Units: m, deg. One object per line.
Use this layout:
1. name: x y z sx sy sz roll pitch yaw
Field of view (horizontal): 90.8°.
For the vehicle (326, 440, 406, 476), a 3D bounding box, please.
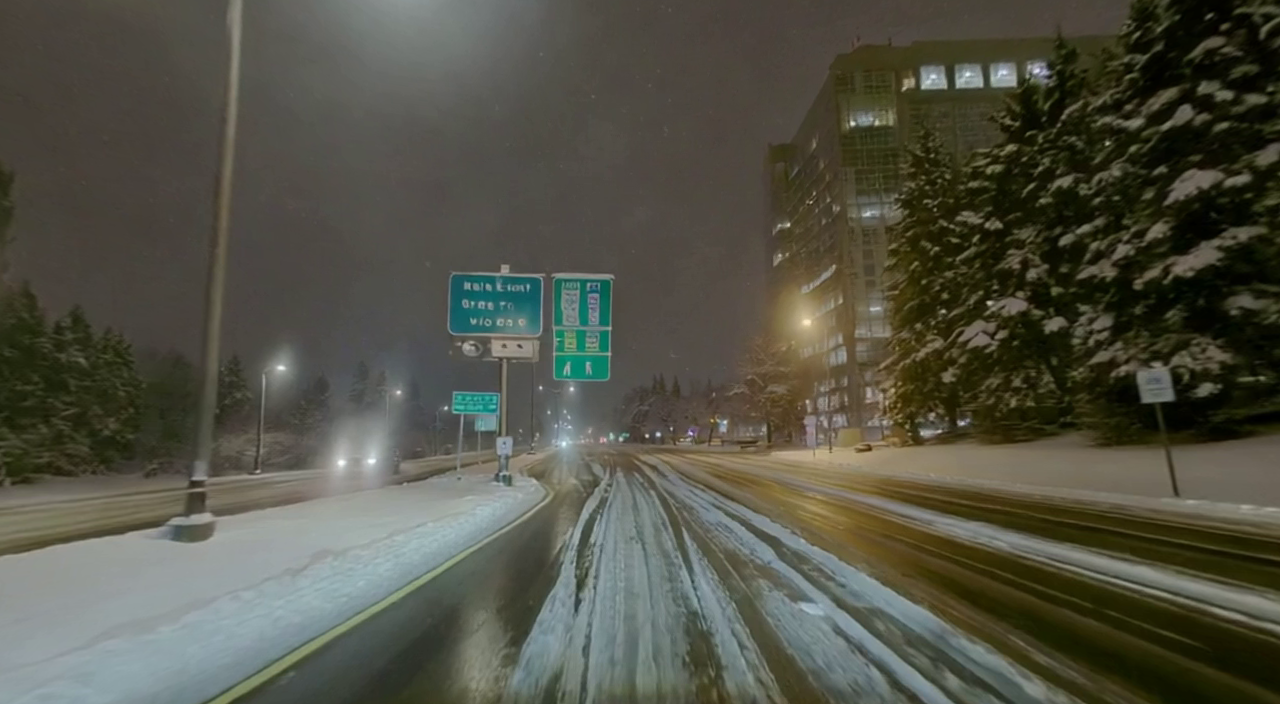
1. vehicle: -14.435 5.608 33.647 2.105 1.774 4.800 0 -8 0
